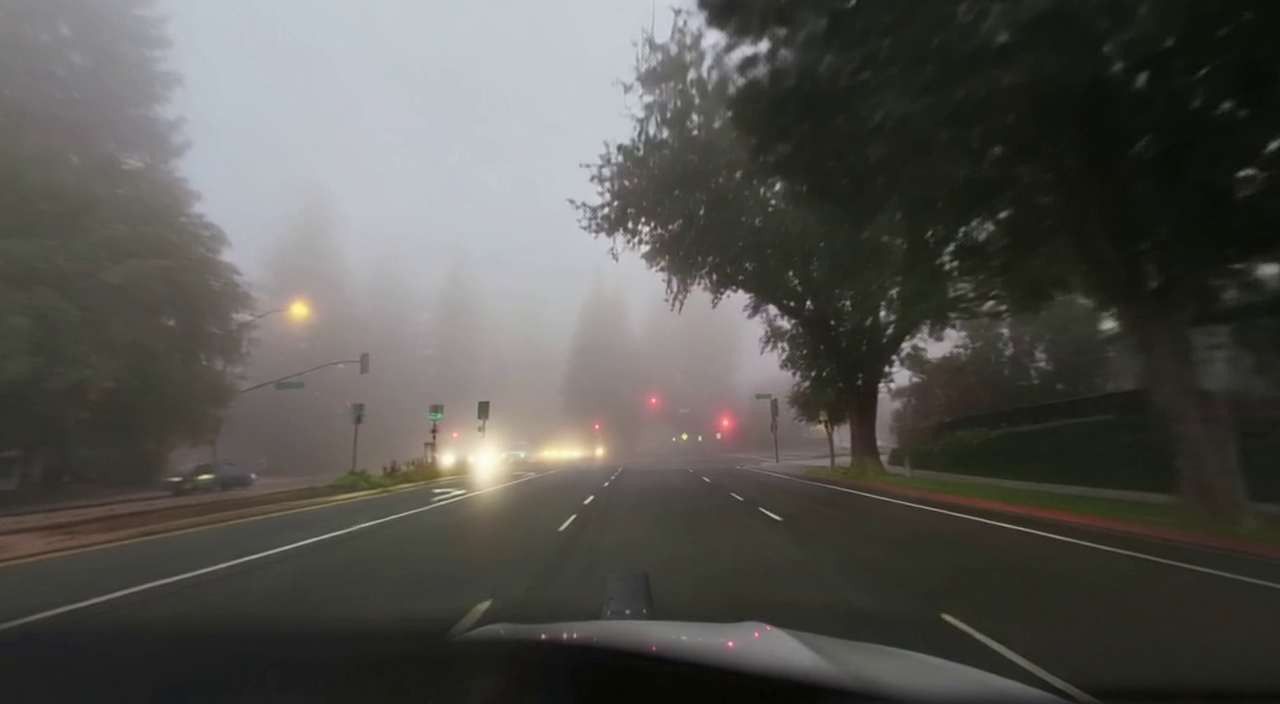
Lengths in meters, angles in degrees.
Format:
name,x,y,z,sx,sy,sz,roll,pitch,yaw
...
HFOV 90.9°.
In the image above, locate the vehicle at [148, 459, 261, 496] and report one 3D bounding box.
name,x,y,z,sx,sy,sz,roll,pitch,yaw
vehicle,-20.487,5.897,29.963,2.035,1.453,4.600,-1,-8,1
